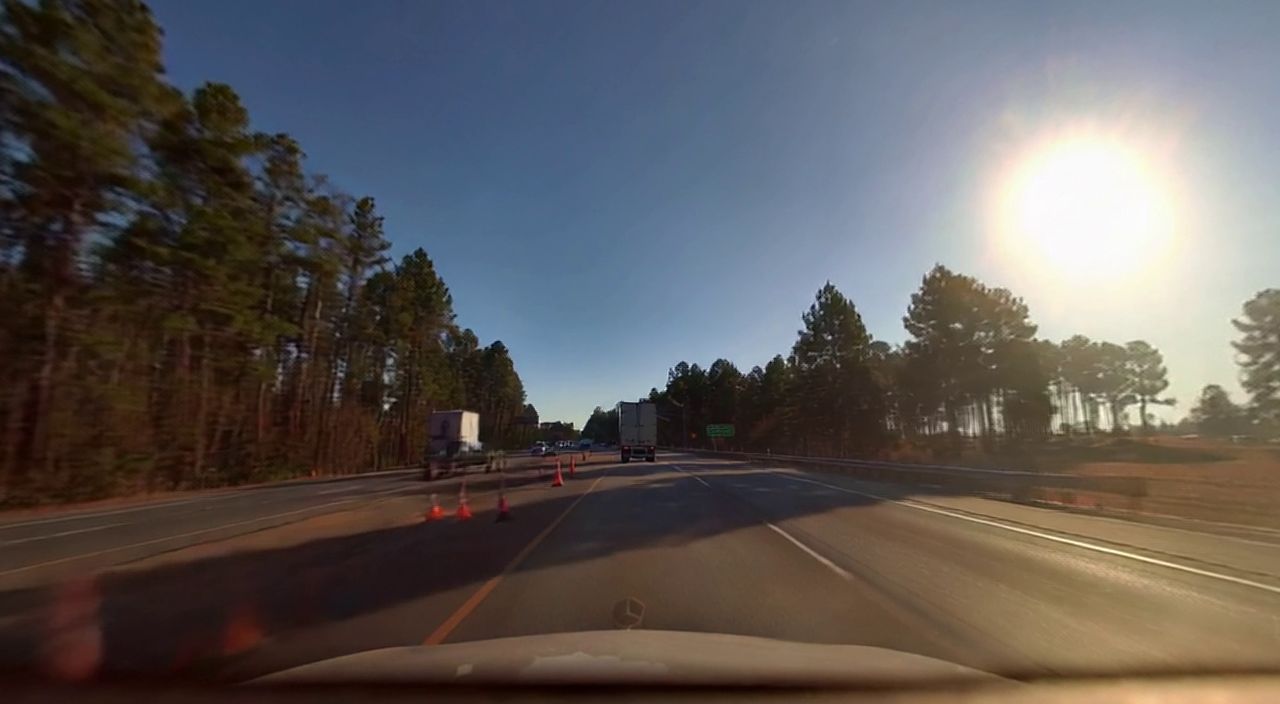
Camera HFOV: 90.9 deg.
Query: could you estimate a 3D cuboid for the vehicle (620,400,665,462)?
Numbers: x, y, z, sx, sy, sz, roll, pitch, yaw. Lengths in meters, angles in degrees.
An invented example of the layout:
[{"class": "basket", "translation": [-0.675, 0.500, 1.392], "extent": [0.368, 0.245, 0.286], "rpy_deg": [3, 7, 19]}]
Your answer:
[{"class": "vehicle", "translation": [-0.022, 5.975, 46.973], "extent": [2.935, 4.068, 11.036], "rpy_deg": [0, -8, -2]}]
